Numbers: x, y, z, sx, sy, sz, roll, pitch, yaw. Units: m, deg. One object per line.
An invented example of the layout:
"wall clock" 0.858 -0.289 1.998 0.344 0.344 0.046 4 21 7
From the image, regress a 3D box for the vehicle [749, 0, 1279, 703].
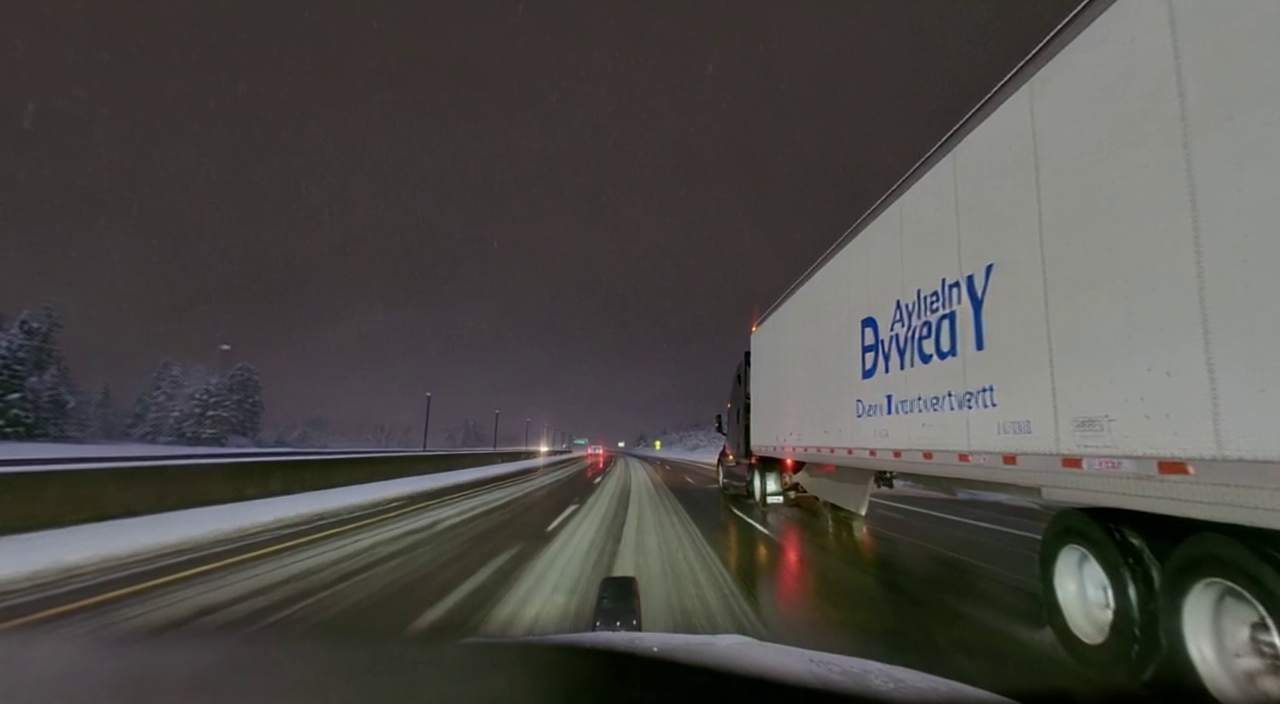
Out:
"vehicle" 3.941 0.435 8.086 2.962 4.132 12.720 0 -8 1
